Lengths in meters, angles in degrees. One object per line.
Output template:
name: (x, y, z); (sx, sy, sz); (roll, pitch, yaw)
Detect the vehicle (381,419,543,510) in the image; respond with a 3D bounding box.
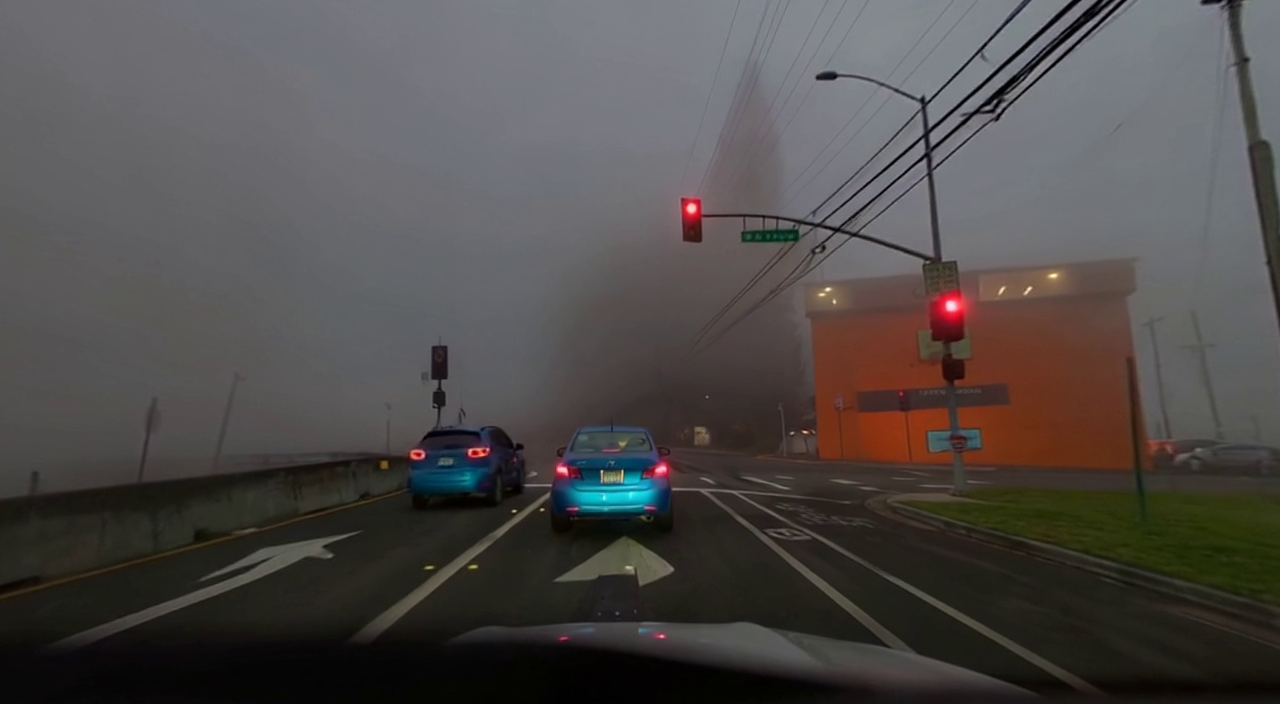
vehicle: (-3.437, 2.260, 13.180); (2.097, 1.573, 4.284); (0, -8, 0)

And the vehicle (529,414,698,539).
vehicle: (-0.334, 1.819, 9.813); (2.123, 1.566, 3.662); (0, -8, 0)
